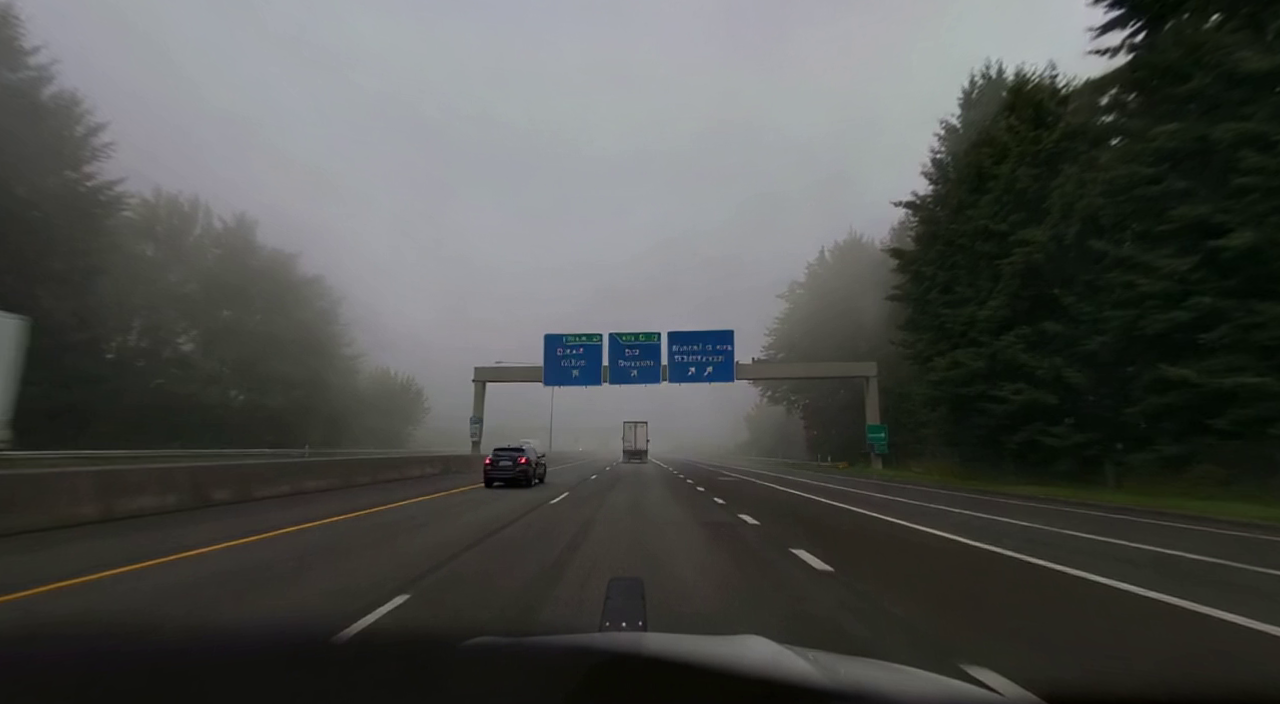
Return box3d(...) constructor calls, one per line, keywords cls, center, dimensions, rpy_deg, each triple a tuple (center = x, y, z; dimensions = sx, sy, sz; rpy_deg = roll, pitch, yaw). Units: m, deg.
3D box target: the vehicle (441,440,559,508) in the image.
box3d(cls="vehicle", center=(-3.478, 3.126, 16.644), dimensions=(2.042, 1.526, 4.516), rpy_deg=(0, -9, 0))
